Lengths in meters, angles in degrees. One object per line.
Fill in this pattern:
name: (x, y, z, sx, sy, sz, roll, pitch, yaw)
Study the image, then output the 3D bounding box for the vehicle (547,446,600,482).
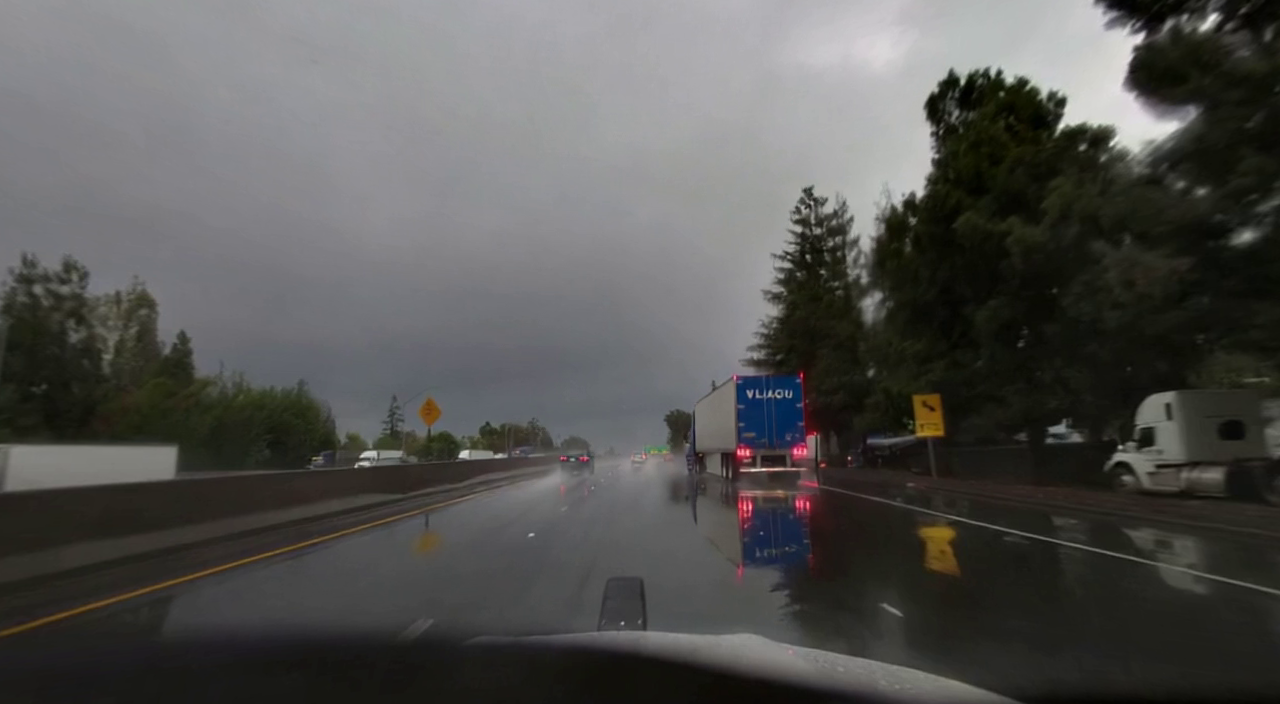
vehicle: (-3.181, 5.453, 30.969, 2.107, 1.626, 4.804, 0, -9, -1)

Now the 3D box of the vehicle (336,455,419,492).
vehicle: (-12.203, 5.644, 29.651, 1.986, 1.545, 4.488, 0, -9, 0)

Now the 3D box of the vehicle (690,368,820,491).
vehicle: (4.390, 3.658, 28.195, 2.847, 4.075, 14.244, 0, -9, -1)

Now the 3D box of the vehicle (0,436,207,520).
vehicle: (-31.799, 6.940, 35.982, 3.036, 3.943, 15.317, 0, -9, 1)

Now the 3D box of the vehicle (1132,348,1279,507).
vehicle: (18.013, 1.493, 13.701, 2.893, 4.062, 14.163, -3, -9, -1)

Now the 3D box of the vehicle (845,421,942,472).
vehicle: (17.883, 6.834, 45.455, 2.809, 3.269, 10.050, 0, -9, 0)
